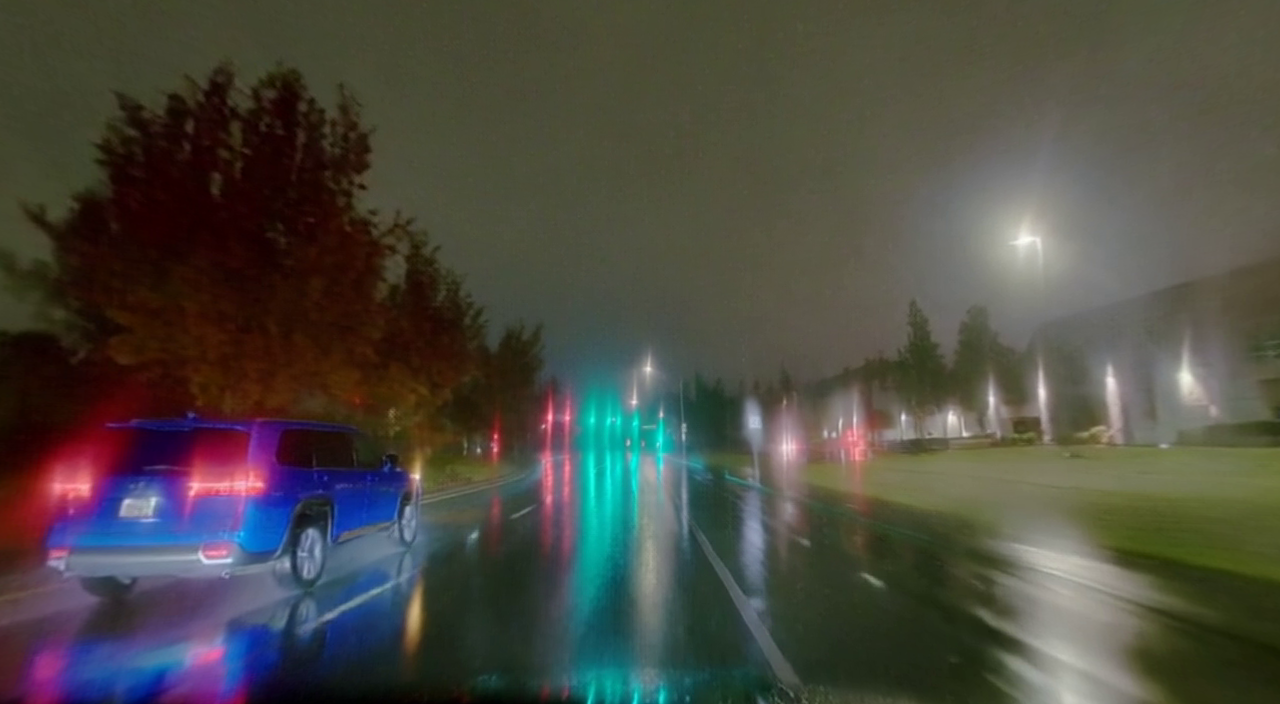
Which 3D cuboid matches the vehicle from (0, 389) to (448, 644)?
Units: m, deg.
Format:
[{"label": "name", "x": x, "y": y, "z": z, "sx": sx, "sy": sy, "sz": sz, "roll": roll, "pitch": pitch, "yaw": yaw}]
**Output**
[{"label": "vehicle", "x": -3.759, "y": 1.448, "z": 6.558, "sx": 2.121, "sy": 1.724, "sz": 4.392, "roll": 0, "pitch": -9, "yaw": 0}]
